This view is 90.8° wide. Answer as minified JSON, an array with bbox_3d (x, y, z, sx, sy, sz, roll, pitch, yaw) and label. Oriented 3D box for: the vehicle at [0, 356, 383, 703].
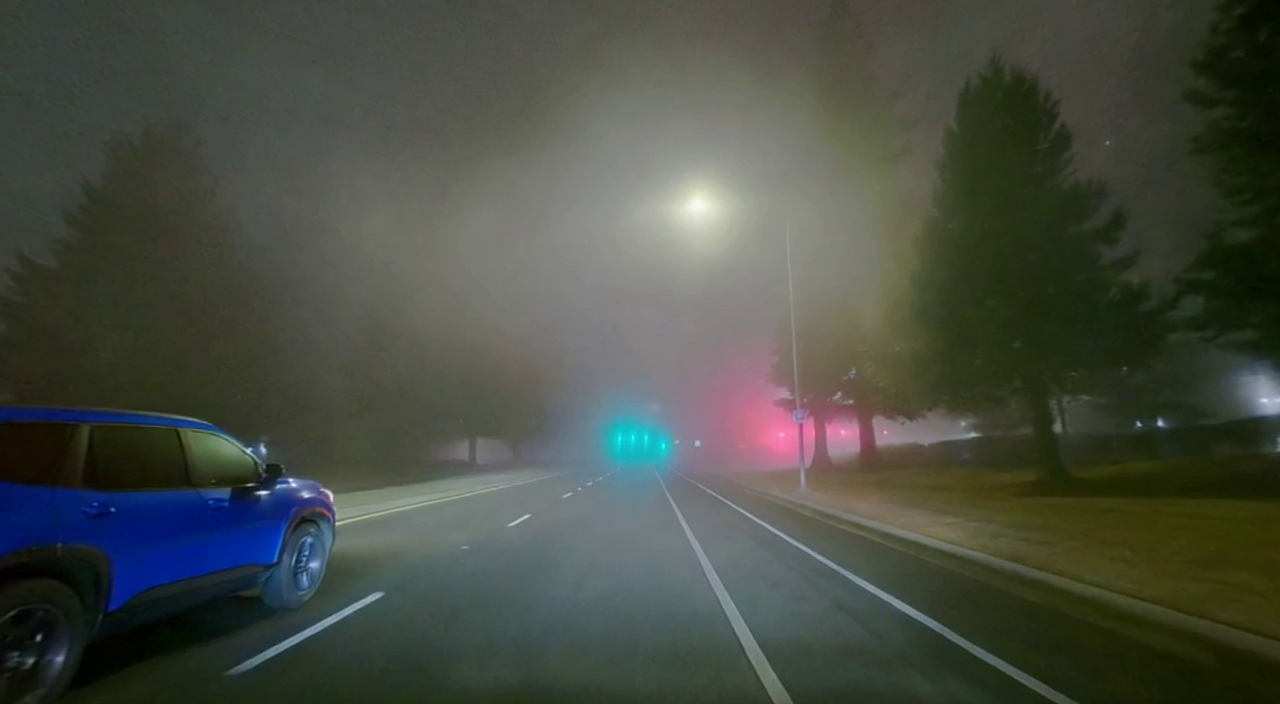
[{"bbox_3d":[-3.661,1.116,4.061,2.121,1.724,4.392,0,-9,0],"label":"vehicle"}]
